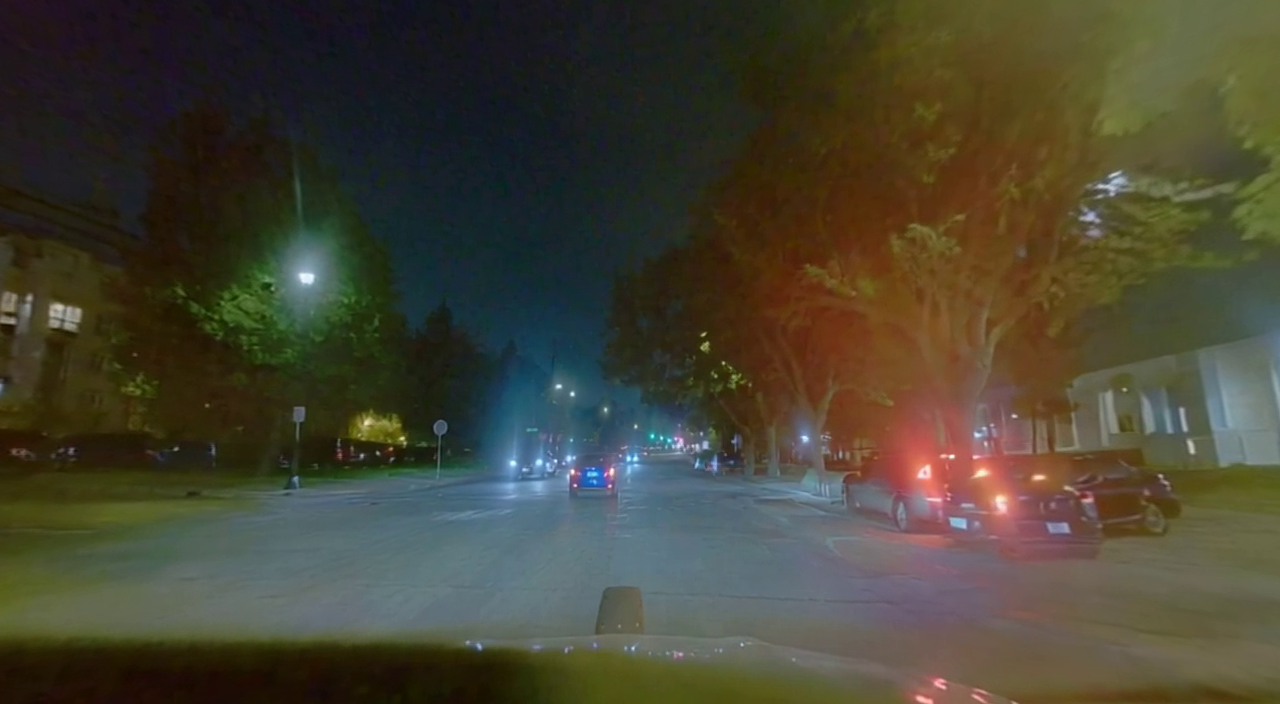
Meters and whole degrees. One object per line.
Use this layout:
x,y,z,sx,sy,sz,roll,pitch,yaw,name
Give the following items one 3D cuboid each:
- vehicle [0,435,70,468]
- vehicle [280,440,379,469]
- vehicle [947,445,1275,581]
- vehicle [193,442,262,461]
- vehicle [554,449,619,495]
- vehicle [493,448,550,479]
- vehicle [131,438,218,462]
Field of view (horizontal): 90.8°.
-31.971,5.068,32.247,3.915,1.574,1.850,0,-9,3,vehicle
-18.553,6.158,37.958,4.892,1.679,1.927,1,-9,-7,vehicle
6.545,2.049,8.789,4.097,1.476,1.864,4,-9,-26,vehicle
-32.323,7.799,49.529,4.101,1.412,1.784,0,-9,-2,vehicle
-1.876,4.223,22.705,2.065,1.450,4.522,1,-9,-4,vehicle
-6.240,5.923,33.860,2.049,1.490,4.501,0,-9,2,vehicle
-32.131,6.775,43.674,4.410,1.611,1.880,0,-9,-2,vehicle
